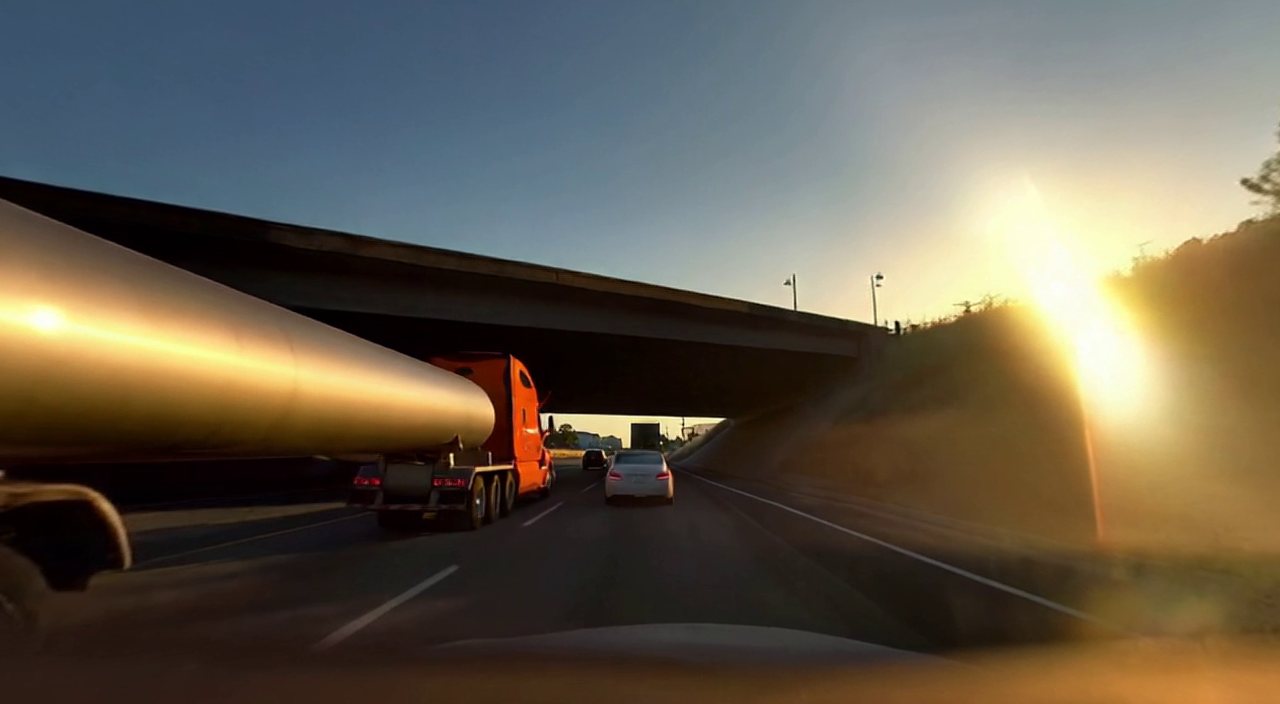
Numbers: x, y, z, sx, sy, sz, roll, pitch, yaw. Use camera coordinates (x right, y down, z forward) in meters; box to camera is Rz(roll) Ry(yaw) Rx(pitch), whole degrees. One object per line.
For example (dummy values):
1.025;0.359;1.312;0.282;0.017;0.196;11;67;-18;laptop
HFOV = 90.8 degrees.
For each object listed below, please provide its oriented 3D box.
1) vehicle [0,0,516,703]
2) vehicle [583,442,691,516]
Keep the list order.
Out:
-4.291;0.537;6.407;2.896;3.563;14.643;0;-9;1;vehicle
-0.036;2.932;15.076;2.215;1.481;4.246;0;-9;1;vehicle
